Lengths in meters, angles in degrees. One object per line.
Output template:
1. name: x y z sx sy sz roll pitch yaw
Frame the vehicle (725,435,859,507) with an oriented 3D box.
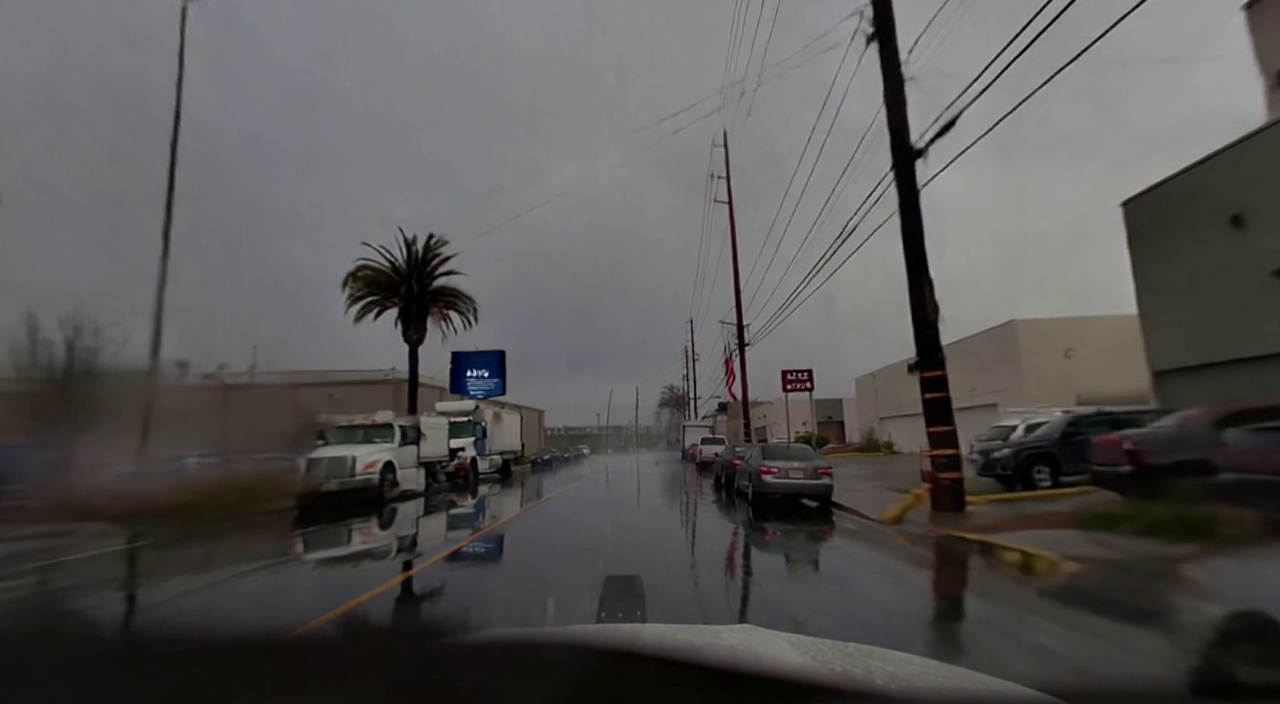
1. vehicle: 3.620 2.942 16.151 2.246 1.533 4.971 0 -9 1

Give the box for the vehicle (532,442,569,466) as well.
1. vehicle: -6.819 7.792 48.590 1.936 1.632 4.145 -3 -8 3

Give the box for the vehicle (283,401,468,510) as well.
1. vehicle: -8.013 3.256 20.441 2.845 2.738 7.208 -3 -8 1

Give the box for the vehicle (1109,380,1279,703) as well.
1. vehicle: 3.504 0.692 0.865 2.111 1.611 4.576 0 -9 -1

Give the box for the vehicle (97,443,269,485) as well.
1. vehicle: -17.011 4.174 23.701 4.890 1.483 2.055 0 -9 1

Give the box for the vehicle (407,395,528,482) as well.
1. vehicle: -7.592 4.023 29.147 2.941 3.418 7.738 -1 -9 4

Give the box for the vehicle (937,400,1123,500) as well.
1. vehicle: 9.056 2.359 15.455 2.325 1.877 5.987 -6 -9 17
